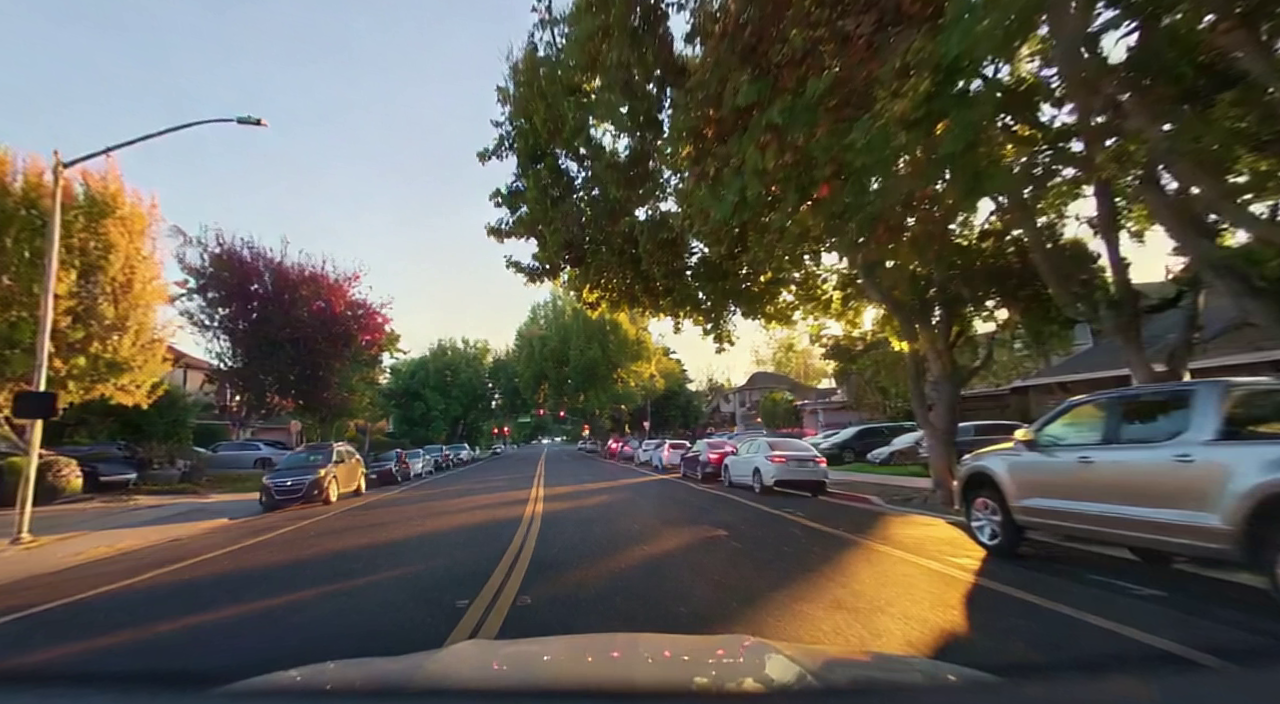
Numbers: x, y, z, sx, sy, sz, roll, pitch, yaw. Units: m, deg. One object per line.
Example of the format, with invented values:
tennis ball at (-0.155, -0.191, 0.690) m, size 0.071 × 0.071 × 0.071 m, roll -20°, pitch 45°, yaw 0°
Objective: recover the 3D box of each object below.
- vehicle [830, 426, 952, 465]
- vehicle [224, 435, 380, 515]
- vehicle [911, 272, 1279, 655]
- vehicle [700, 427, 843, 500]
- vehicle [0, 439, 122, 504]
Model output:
vehicle at (10.075, 3.781, 25.492) m, size 4.070 × 1.472 × 1.967 m, roll 1°, pitch -9°, yaw -10°
vehicle at (-8.879, 3.257, 17.253) m, size 2.033 × 1.759 × 5.372 m, roll 0°, pitch -9°, yaw -9°
vehicle at (4.604, 0.791, 4.692) m, size 2.259 × 2.118 × 5.567 m, roll 1°, pitch -9°, yaw -5°
vehicle at (2.967, 2.649, 15.437) m, size 1.861 × 1.490 × 4.619 m, roll 1°, pitch -9°, yaw -9°
vehicle at (-17.701, 3.273, 17.295) m, size 4.914 × 1.646 × 2.175 m, roll 0°, pitch -9°, yaw -7°
